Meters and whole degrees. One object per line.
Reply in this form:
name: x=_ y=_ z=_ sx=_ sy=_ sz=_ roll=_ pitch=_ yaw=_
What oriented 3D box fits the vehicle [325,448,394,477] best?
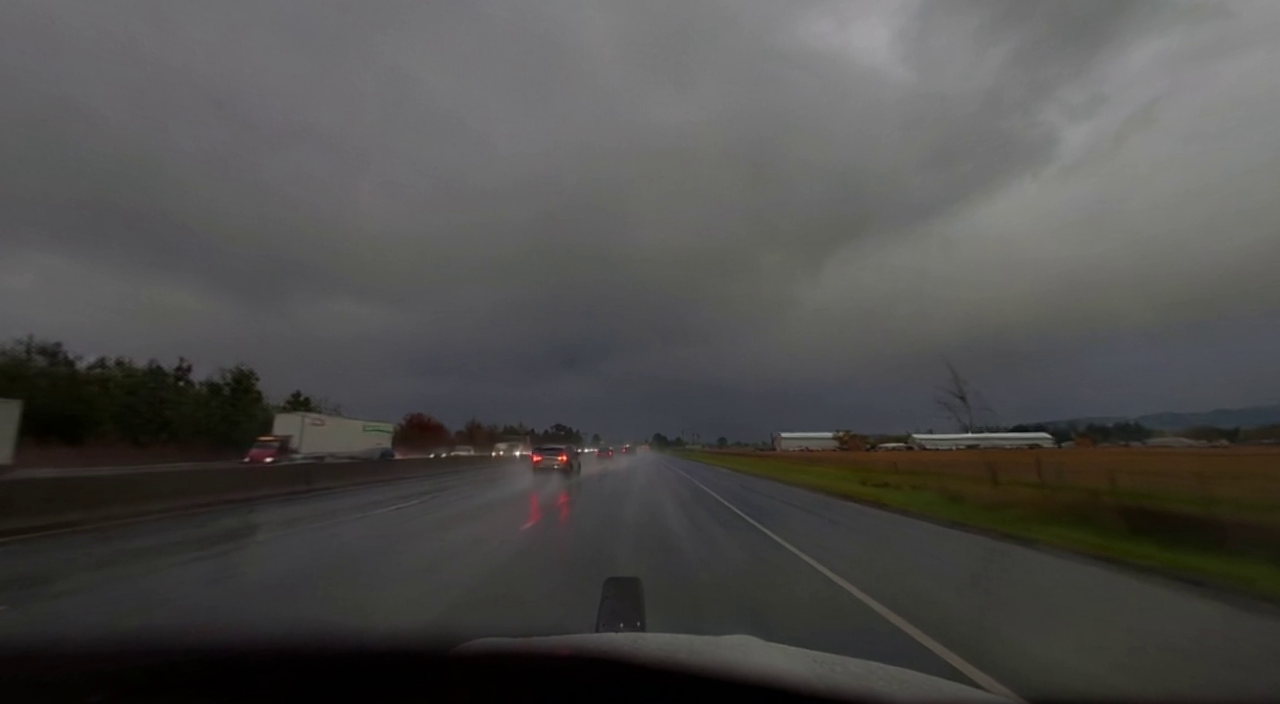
vehicle: x=-15.572 y=6.107 z=35.231 sx=1.904 sy=1.501 sz=4.158 roll=0 pitch=-9 yaw=0

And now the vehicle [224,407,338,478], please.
vehicle: x=-22.945 y=5.895 z=40.867 sx=3.289 sy=4.194 sz=6.586 roll=0 pitch=-9 yaw=0

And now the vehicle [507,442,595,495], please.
vehicle: x=-2.718 y=3.689 z=20.309 sx=2.110 sy=1.500 sz=4.259 roll=0 pitch=-9 yaw=2
